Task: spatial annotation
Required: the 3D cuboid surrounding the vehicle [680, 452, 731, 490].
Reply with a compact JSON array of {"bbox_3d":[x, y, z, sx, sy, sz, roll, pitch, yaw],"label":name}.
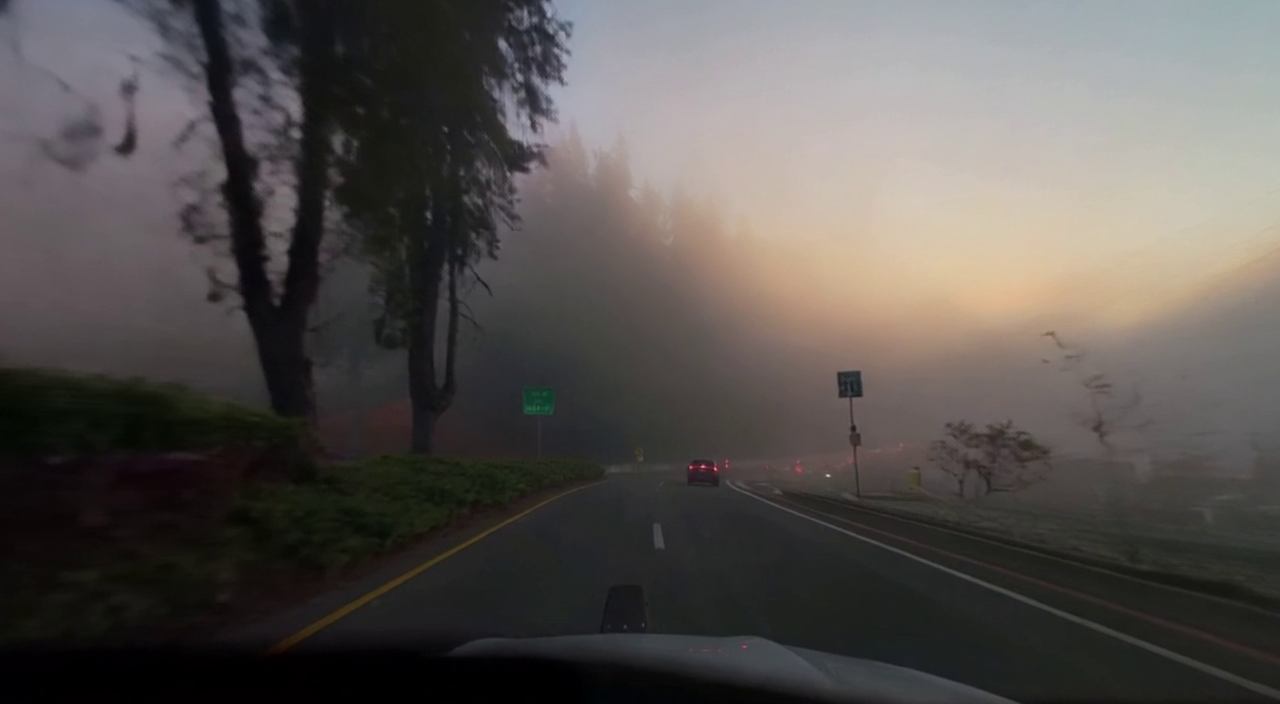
[{"bbox_3d":[2.806,5.192,27.797,1.956,1.473,4.640,-1,-9,3],"label":"vehicle"}]
